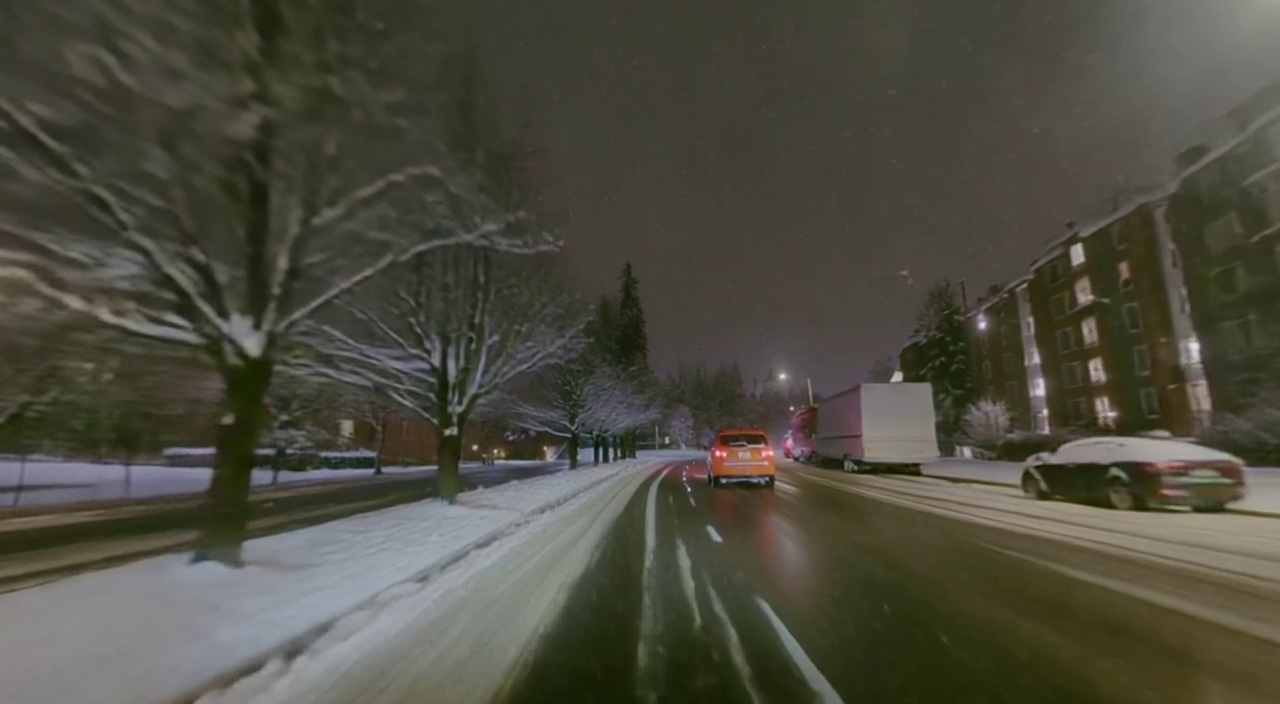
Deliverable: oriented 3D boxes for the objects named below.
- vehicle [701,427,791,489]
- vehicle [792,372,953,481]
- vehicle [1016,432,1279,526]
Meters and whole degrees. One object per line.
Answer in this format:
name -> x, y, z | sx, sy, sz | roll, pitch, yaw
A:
vehicle -> 3.329, 3.455, 20.839 | 2.215, 1.812, 4.569 | 0, -9, 1
vehicle -> 11.082, 4.199, 33.409 | 2.887, 4.158, 18.418 | -1, -8, 4
vehicle -> 9.979, 2.444, 12.834 | 1.870, 1.504, 4.823 | 0, -8, 2
